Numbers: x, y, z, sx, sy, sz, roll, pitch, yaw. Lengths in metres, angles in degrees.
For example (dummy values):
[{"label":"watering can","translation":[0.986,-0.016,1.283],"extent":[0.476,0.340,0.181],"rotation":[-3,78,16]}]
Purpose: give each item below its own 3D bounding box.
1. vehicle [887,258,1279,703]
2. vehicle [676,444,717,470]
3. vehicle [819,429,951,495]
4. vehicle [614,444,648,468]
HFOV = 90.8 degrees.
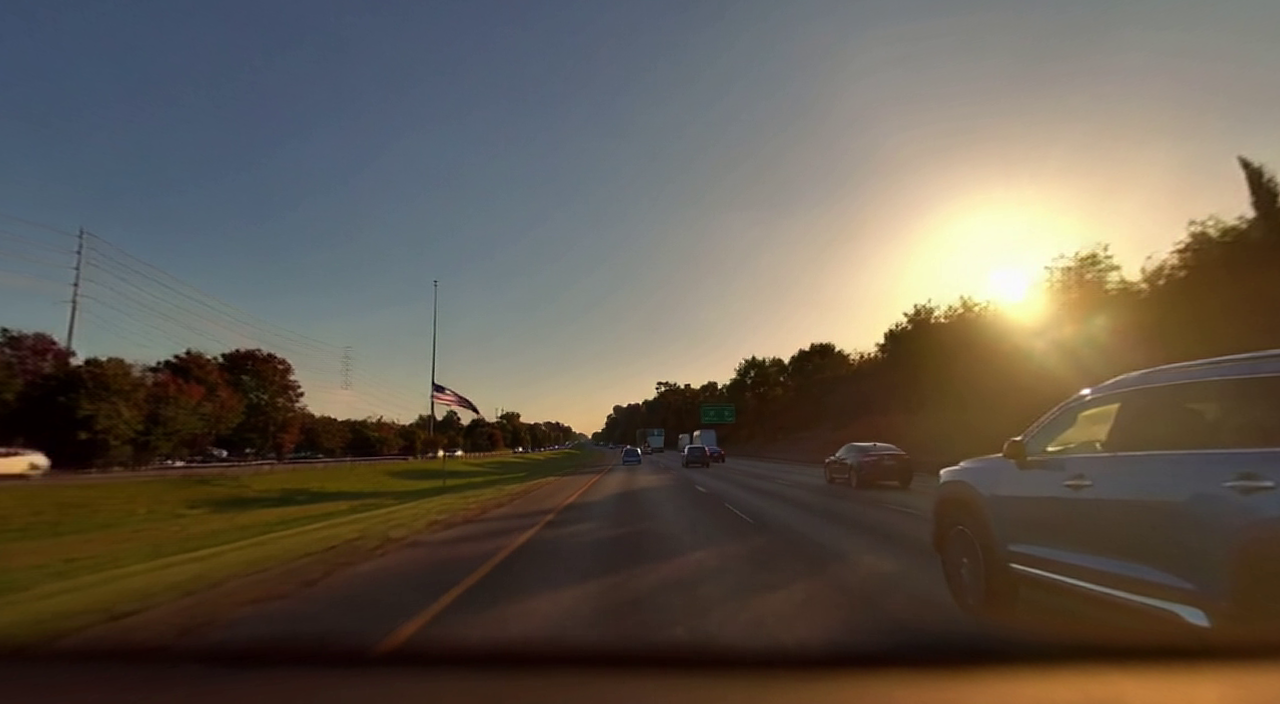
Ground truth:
[{"label":"vehicle","translation":[3.700,0.744,3.080],"extent":[2.461,2.013,6.075],"rotation":[0,-8,-1]},{"label":"vehicle","translation":[3.361,6.323,38.270],"extent":[1.978,1.488,4.252],"rotation":[0,-8,-2]},{"label":"vehicle","translation":[7.392,3.369,19.745],"extent":[2.114,1.800,4.779],"rotation":[0,-8,-1]},{"label":"vehicle","translation":[-0.590,6.839,41.700],"extent":[2.085,1.449,3.860],"rotation":[0,-8,-1]}]
